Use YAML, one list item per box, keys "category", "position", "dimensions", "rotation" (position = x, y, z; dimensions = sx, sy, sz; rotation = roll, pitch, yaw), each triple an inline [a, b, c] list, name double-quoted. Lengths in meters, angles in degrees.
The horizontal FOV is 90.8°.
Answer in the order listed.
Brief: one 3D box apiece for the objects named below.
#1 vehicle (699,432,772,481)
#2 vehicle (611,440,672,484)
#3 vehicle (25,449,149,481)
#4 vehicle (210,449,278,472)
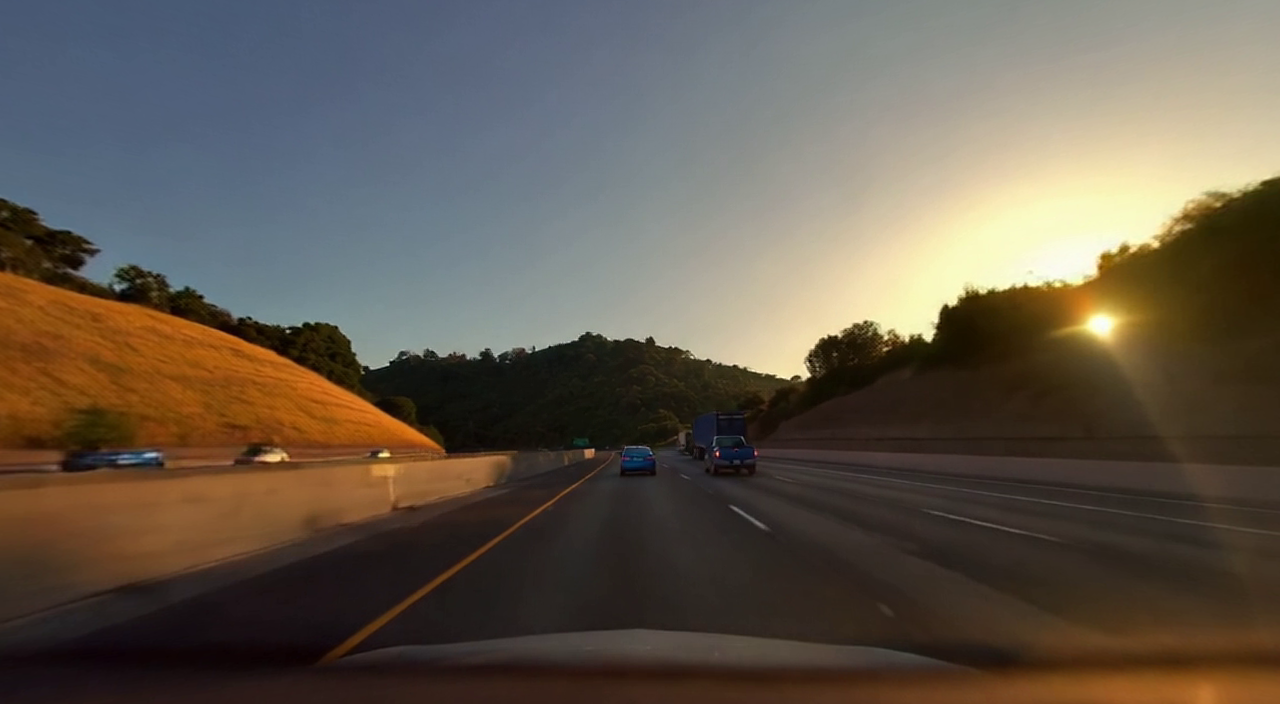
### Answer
- category: "vehicle"
  position: [3.740, 4.213, 25.682]
  dimensions: [2.098, 1.794, 4.561]
  rotation: [0, -9, -2]
- category: "vehicle"
  position: [-0.008, 4.073, 23.592]
  dimensions: [2.083, 1.477, 3.965]
  rotation: [0, -9, -1]
- category: "vehicle"
  position: [-31.608, 6.436, 36.439]
  dimensions: [2.105, 1.655, 5.611]
  rotation: [0, -8, 0]
- category: "vehicle"
  position: [-27.848, 7.597, 44.629]
  dimensions: [1.844, 1.471, 4.802]
  rotation: [0, -8, -1]
